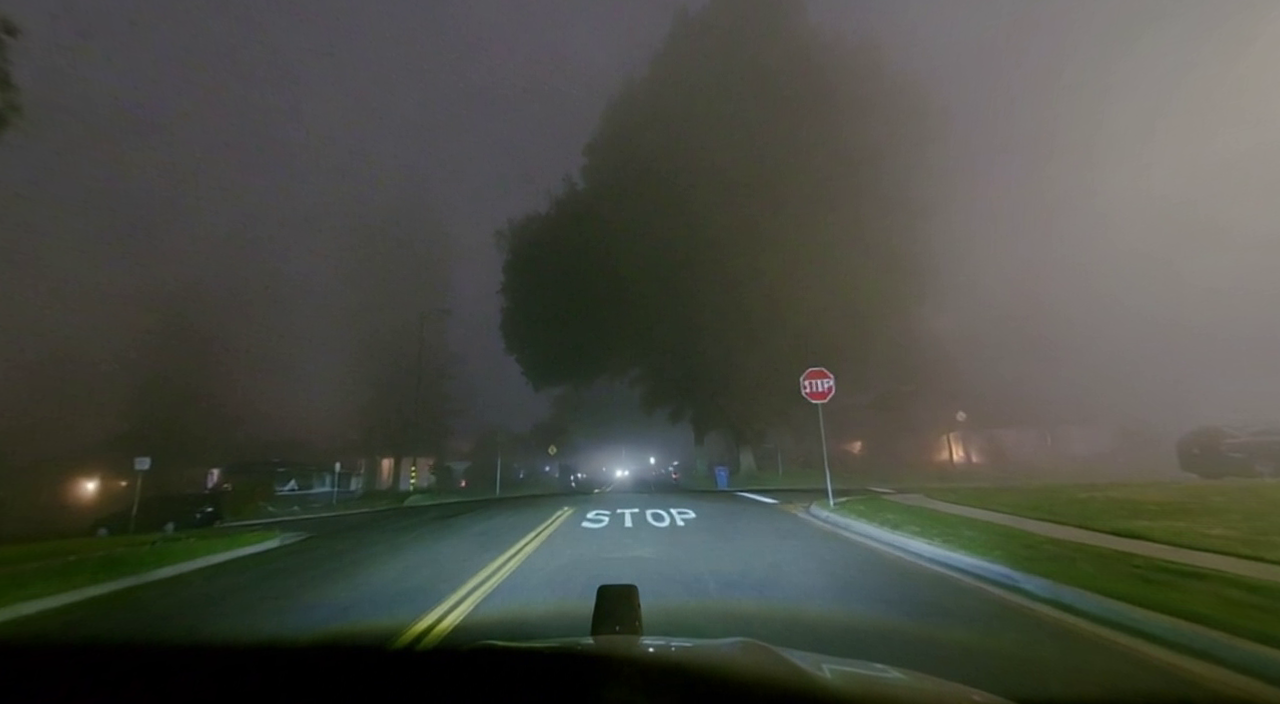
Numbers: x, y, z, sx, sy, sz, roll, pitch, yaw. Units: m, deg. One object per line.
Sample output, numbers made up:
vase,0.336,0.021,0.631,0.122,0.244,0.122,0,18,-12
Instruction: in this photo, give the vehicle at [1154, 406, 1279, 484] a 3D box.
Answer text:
vehicle,16.816,2.365,16.221,4.982,1.874,2.133,-3,-9,13

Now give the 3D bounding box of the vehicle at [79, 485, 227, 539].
vehicle,-18.467,6.048,24.028,4.274,1.626,2.093,-5,-9,11

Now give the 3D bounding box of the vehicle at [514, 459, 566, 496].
vehicle,-5.984,7.567,38.388,2.149,1.823,4.613,-7,-10,1
